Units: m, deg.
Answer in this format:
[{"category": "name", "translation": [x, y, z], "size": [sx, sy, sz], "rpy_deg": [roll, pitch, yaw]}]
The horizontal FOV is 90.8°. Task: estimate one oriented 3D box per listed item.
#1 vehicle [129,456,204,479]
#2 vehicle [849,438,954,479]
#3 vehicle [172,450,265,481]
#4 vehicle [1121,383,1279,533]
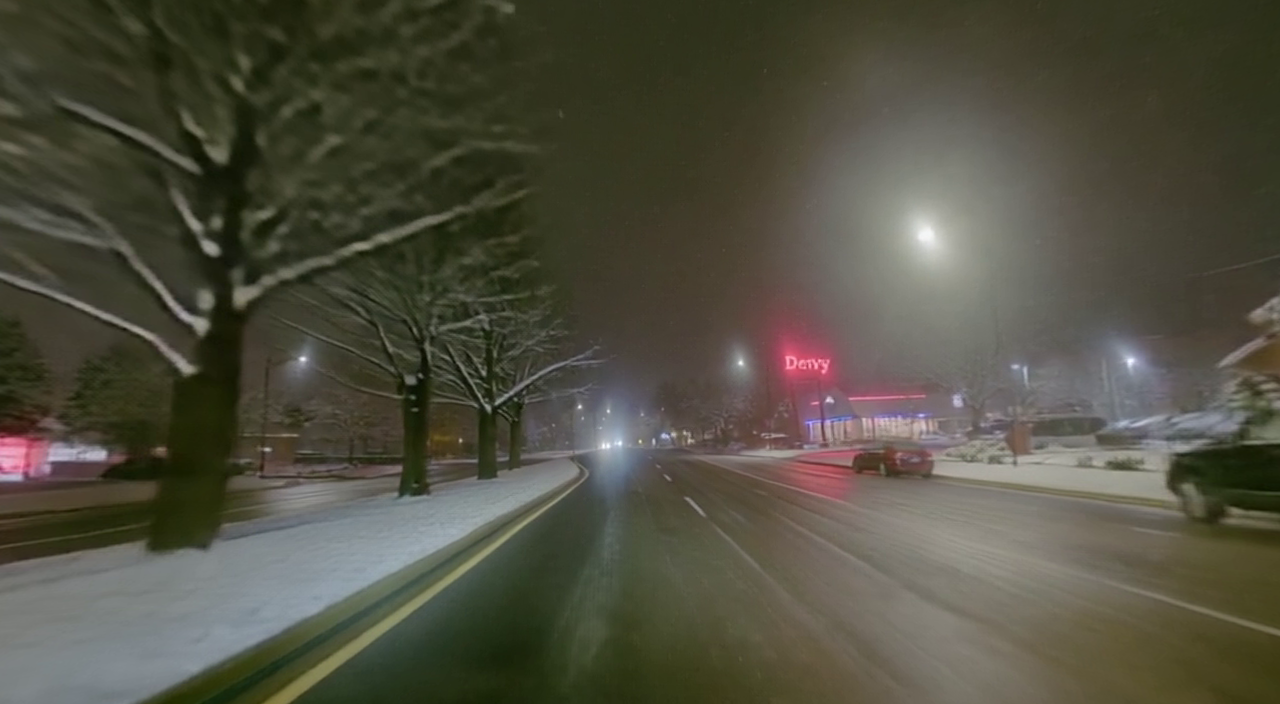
[{"category": "vehicle", "translation": [-33.538, 8.203, 44.935], "size": [2.048, 1.422, 4.179], "rpy_deg": [0, -8, 1]}, {"category": "vehicle", "translation": [10.164, 4.160, 25.015], "size": [2.034, 1.437, 4.728], "rpy_deg": [0, -8, -2]}, {"category": "vehicle", "translation": [-30.601, 8.204, 46.171], "size": [2.326, 1.944, 6.466], "rpy_deg": [1, -8, 0]}, {"category": "vehicle", "translation": [10.275, 1.430, 8.545], "size": [2.610, 2.072, 5.985], "rpy_deg": [0, -8, -3]}]
